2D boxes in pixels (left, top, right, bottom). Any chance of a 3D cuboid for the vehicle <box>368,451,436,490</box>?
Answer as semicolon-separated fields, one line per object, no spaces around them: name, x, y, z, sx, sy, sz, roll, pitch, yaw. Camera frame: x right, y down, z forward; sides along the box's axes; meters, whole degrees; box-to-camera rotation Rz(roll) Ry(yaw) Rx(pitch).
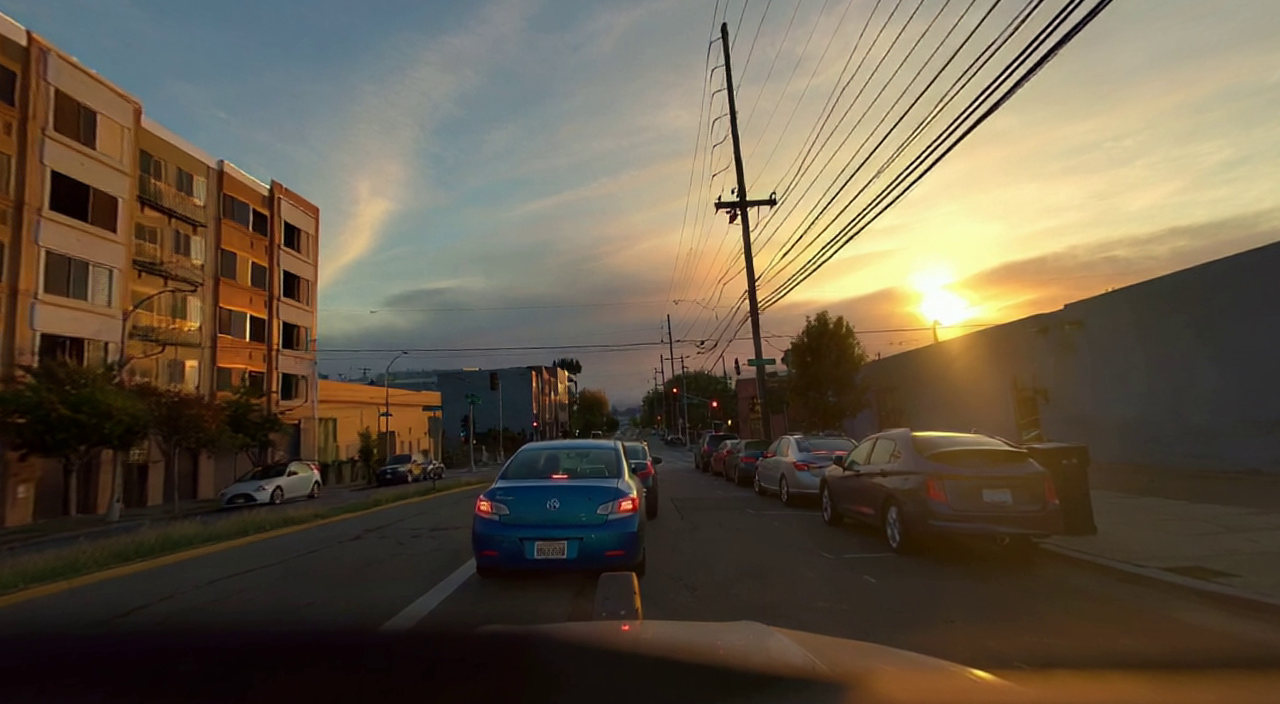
vehicle;-11.920;5.918;31.928;2.011;1.687;4.079;-3;-8;-2

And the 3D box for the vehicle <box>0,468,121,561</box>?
vehicle;-11.926;2.903;11.009;1.850;1.487;4.711;-3;-8;-1

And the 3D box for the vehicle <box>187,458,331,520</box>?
vehicle;-11.844;4.238;20.045;1.868;1.491;4.367;-4;-9;0

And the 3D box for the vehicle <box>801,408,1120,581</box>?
vehicle;3.797;1.756;8.616;1.967;1.721;4.410;0;-8;-1

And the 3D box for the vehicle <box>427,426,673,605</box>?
vehicle;-0.722;1.693;7.561;2.019;1.453;4.603;0;-8;1
